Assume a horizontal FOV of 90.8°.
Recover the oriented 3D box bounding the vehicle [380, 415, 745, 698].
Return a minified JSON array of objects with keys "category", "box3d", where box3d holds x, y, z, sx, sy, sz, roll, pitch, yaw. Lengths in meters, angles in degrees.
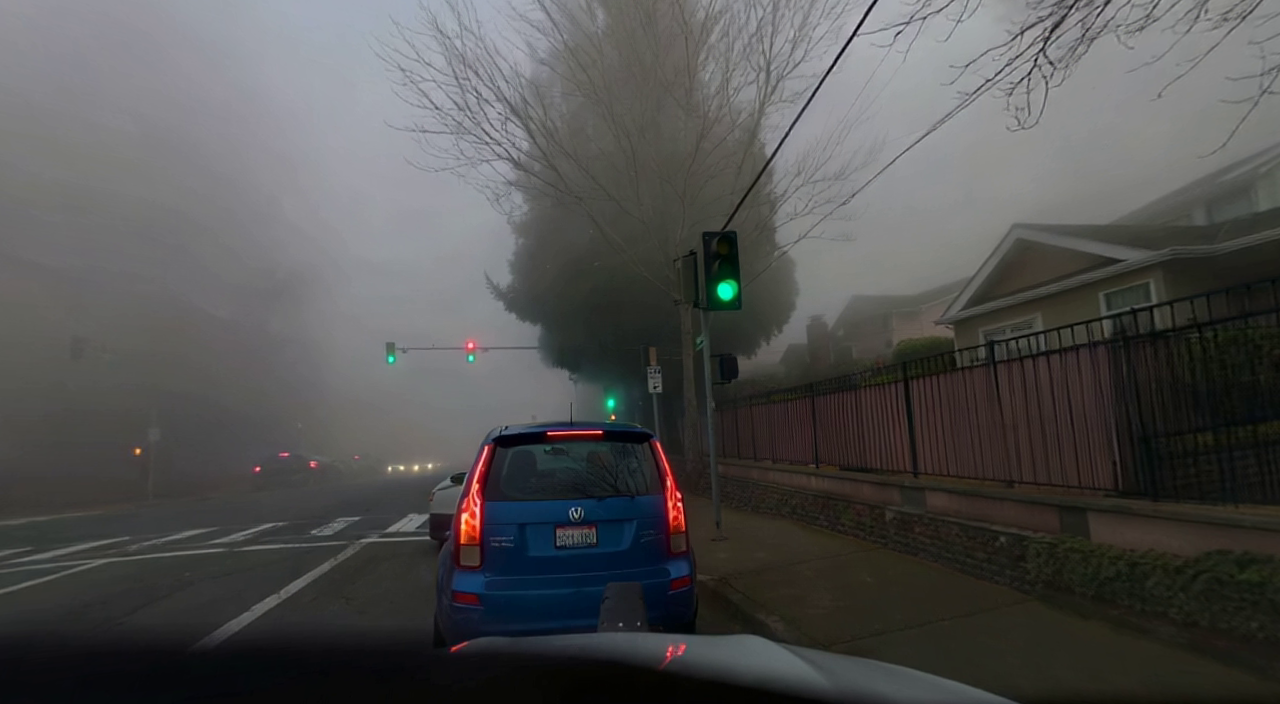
[{"category":"vehicle","box3d":[-0.680,1.393,5.444,2.024,1.502,3.702,1,-9,-9]}]
